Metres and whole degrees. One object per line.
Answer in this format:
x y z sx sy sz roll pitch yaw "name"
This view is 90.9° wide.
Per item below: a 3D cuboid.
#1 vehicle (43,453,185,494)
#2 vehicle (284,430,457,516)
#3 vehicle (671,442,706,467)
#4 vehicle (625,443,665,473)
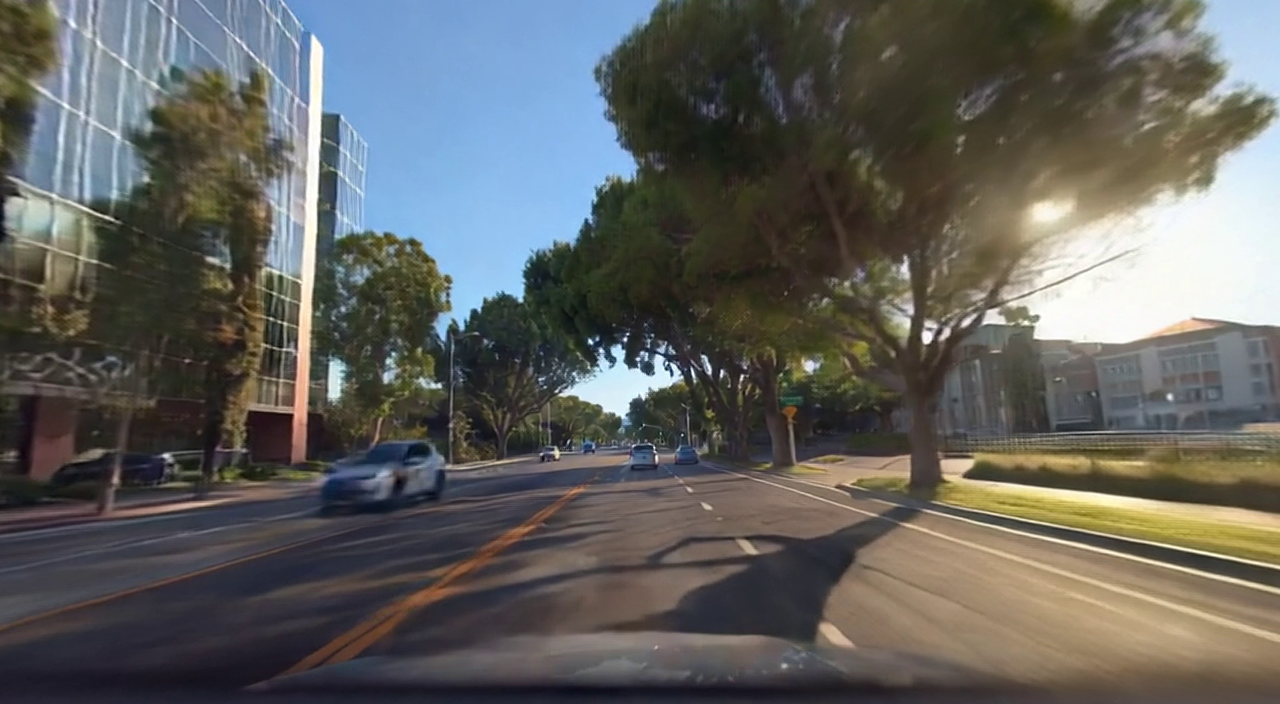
-22.454 5.174 27.032 4.330 1.656 2.001 0 -9 3 "vehicle"
-6.473 2.956 15.884 2.247 1.825 4.618 0 -9 1 "vehicle"
3.560 7.653 47.142 2.189 1.766 4.495 0 -9 0 "vehicle"
0.293 5.939 35.500 2.109 1.612 3.963 0 -9 1 "vehicle"
